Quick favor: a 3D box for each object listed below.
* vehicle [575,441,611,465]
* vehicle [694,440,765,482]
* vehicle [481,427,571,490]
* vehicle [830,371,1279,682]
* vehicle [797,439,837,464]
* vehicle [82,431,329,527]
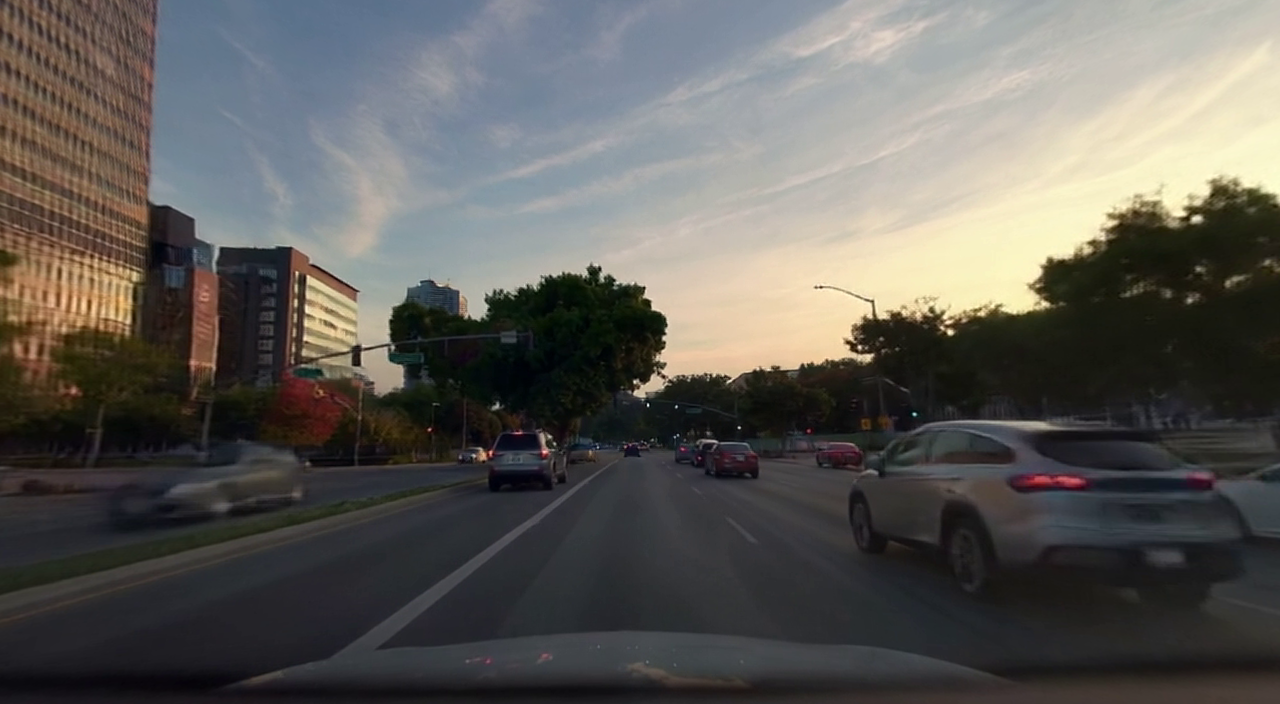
[{"bbox_3d":[-3.056,6.621,41.602,2.032,1.442,4.336,0,-8,0],"label":"vehicle"},{"bbox_3d":[3.452,4.300,25.246,2.054,1.473,4.511,0,-8,-2],"label":"vehicle"},{"bbox_3d":[-3.562,3.418,20.563,2.155,1.797,3.989,-1,-8,1],"label":"vehicle"},{"bbox_3d":[3.641,1.320,5.996,2.152,1.742,4.704,0,-8,-1],"label":"vehicle"},{"bbox_3d":[12.053,6.703,42.746,2.173,1.614,4.335,-4,-9,20],"label":"vehicle"},{"bbox_3d":[-8.821,2.585,13.480,2.036,1.655,4.529,0,-8,0],"label":"vehicle"}]
